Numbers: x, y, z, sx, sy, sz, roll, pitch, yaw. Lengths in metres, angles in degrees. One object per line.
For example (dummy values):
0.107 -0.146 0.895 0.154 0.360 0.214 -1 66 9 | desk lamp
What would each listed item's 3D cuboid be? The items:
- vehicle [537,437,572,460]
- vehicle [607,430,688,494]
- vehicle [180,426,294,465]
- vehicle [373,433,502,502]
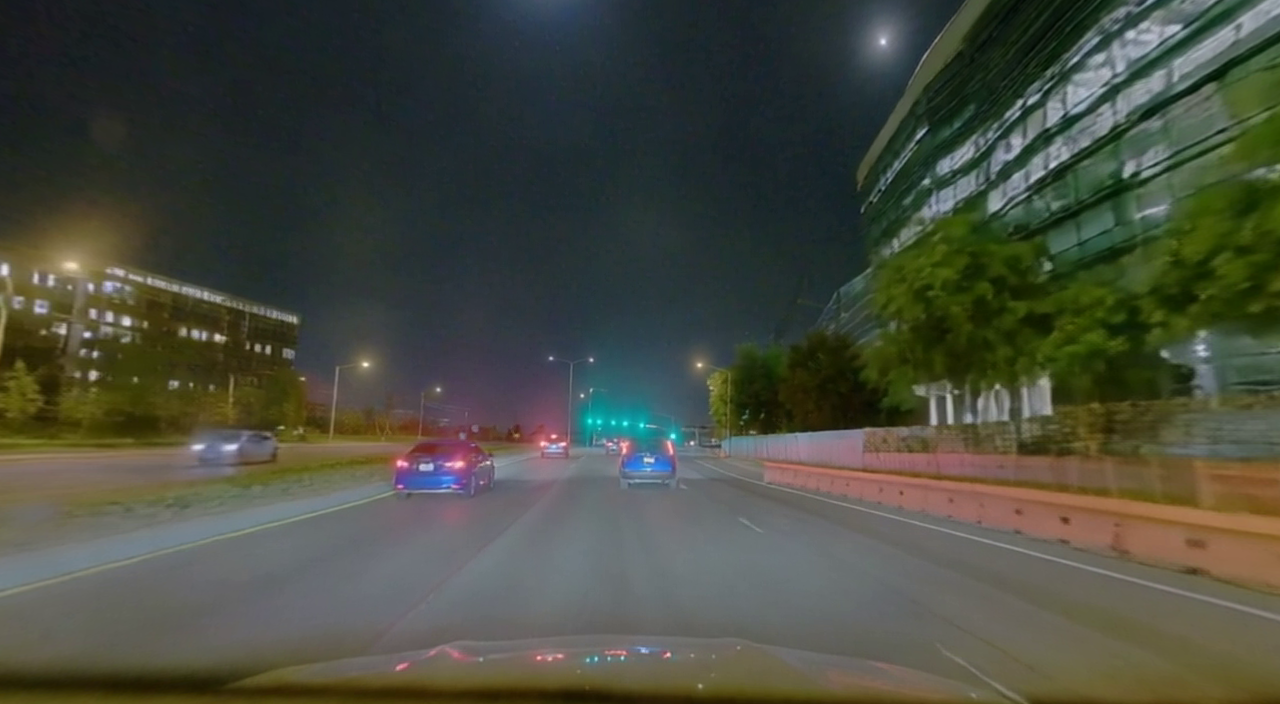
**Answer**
-5.709 6.481 42.657 1.888 1.486 4.310 0 -8 -2 | vehicle
0.272 2.853 16.760 1.913 1.499 3.581 0 -8 3 | vehicle
-15.920 3.715 25.185 1.758 1.383 4.409 0 -8 -2 | vehicle
-4.675 2.690 15.202 1.848 1.406 4.013 0 -8 -1 | vehicle
